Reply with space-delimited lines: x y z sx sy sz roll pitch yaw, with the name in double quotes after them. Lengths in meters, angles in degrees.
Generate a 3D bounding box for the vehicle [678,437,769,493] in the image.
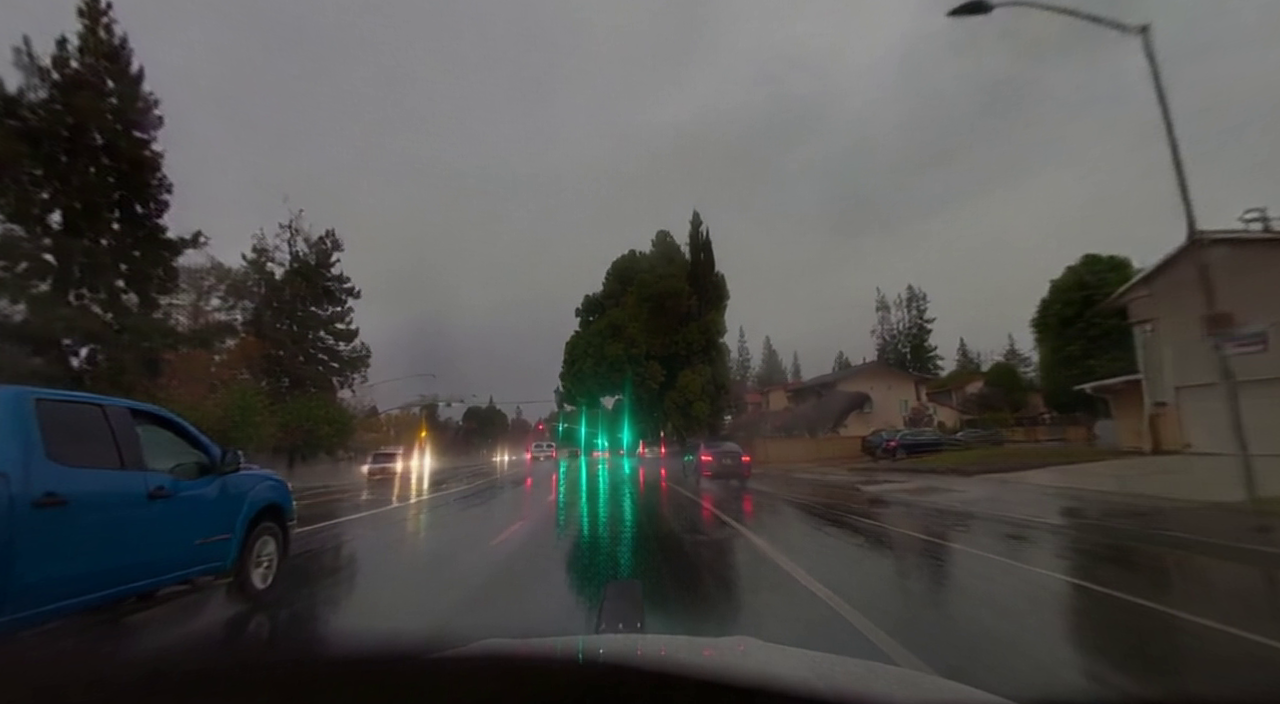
2.337 3.313 18.895 1.884 1.463 4.195 0 -8 -4 "vehicle"

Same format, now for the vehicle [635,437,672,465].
0.873 6.852 43.933 2.099 1.845 4.363 1 -8 -6 "vehicle"

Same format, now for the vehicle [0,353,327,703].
-4.011 0.954 3.343 2.111 1.745 5.274 0 -8 -1 "vehicle"

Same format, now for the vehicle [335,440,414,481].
-13.528 5.532 32.542 2.206 1.939 4.859 0 -8 -3 "vehicle"

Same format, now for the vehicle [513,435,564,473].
-5.228 5.335 33.178 2.218 1.829 4.492 0 -8 -3 "vehicle"

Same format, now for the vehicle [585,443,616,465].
-2.829 7.122 44.336 2.030 1.477 4.330 1 -8 -5 "vehicle"
